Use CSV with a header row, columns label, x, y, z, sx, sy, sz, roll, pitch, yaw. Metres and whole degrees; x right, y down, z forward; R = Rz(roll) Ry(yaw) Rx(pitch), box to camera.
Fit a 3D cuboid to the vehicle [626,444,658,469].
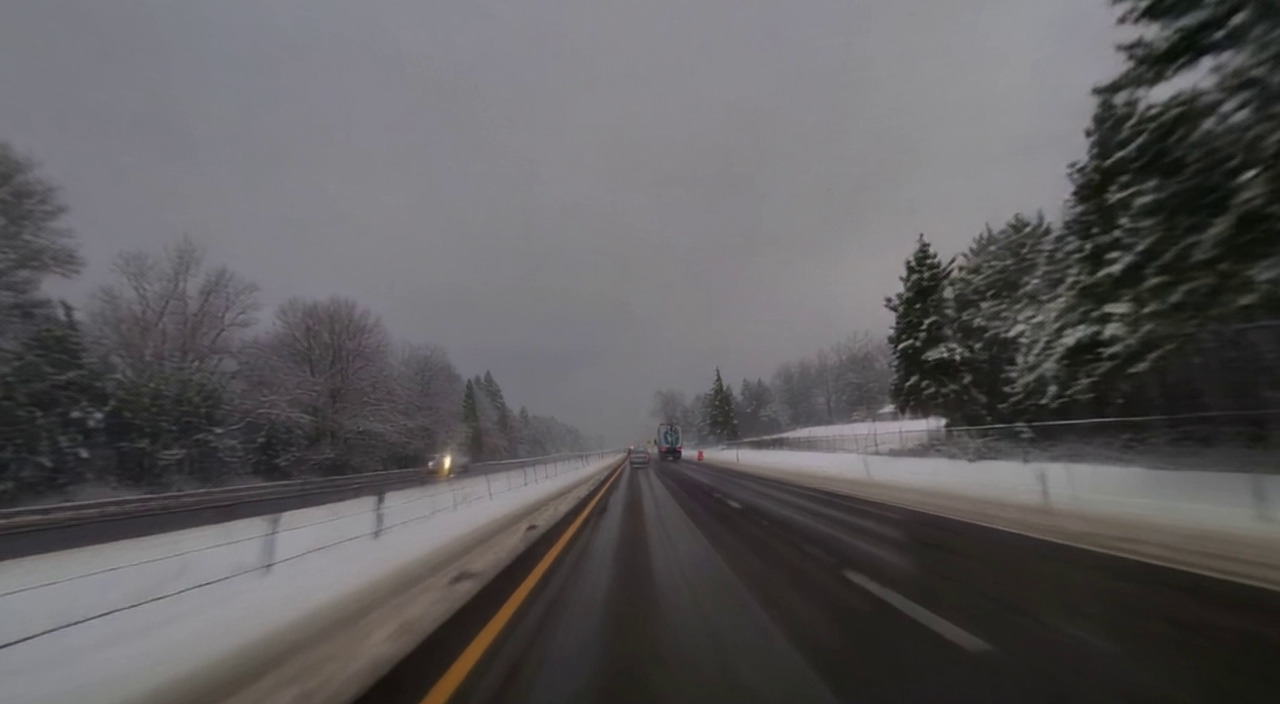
label,x,y,z,sx,sy,sz,roll,pitch,yaw
vehicle,0.111,7.003,42.358,2.065,1.573,3.734,0,-9,0
